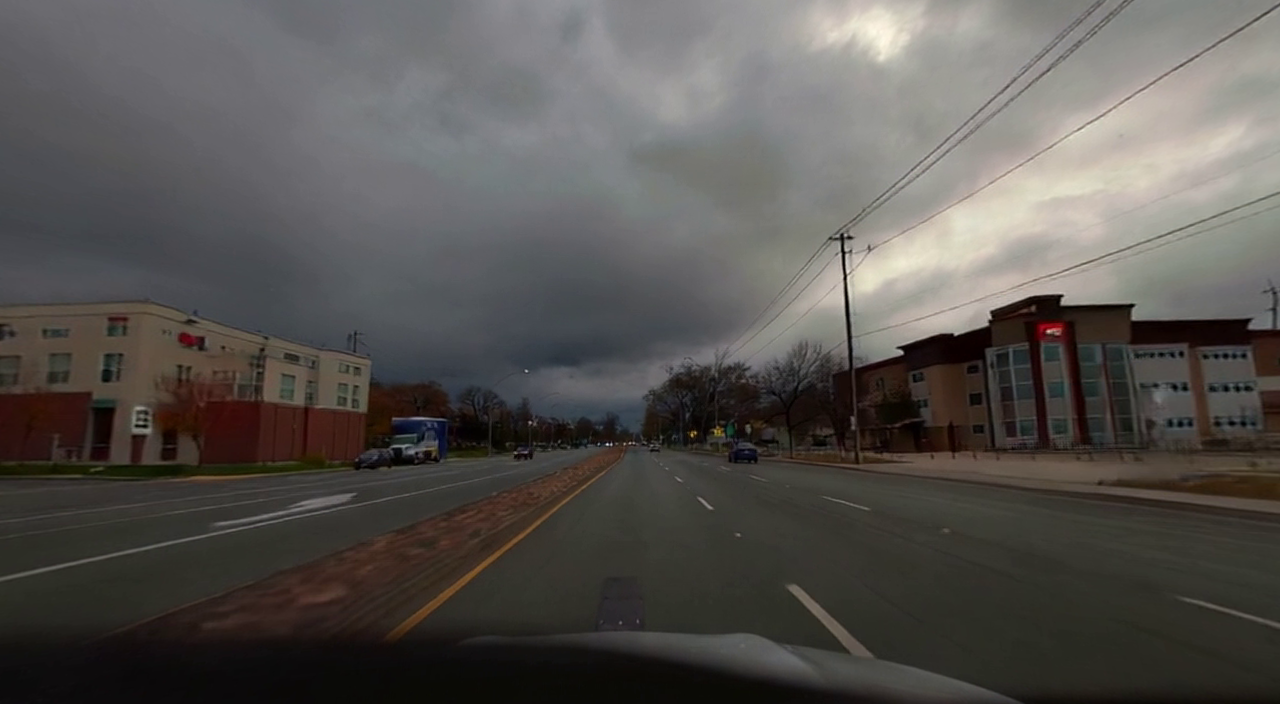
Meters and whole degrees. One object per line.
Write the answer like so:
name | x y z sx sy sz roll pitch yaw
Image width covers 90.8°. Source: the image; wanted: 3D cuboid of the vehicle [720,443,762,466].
vehicle | 6.598 6.737 41.724 1.916 1.437 4.327 0 -9 -2

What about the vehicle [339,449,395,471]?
vehicle | -19.044 7.566 44.357 1.950 1.464 4.414 0 -9 0
